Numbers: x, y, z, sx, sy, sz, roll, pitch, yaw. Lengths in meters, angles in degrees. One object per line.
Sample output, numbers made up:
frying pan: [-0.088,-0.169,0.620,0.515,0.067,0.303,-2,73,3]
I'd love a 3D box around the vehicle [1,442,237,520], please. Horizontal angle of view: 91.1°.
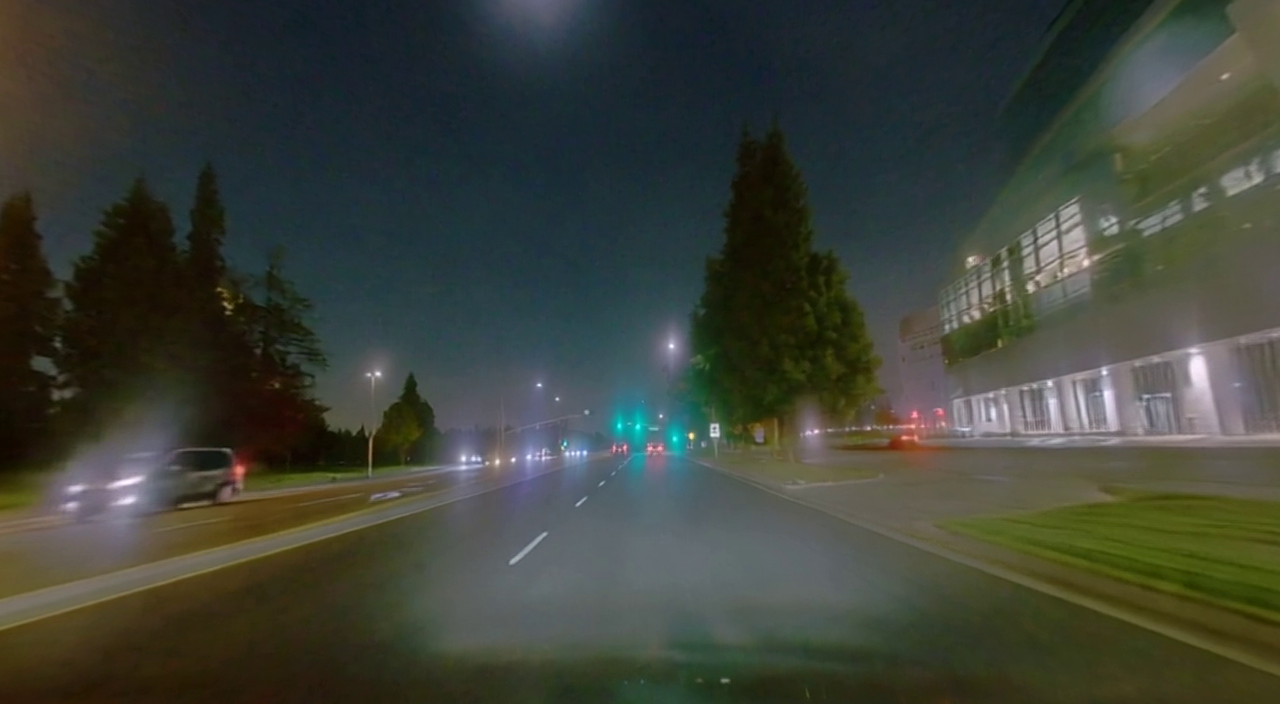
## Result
vehicle: [-13.486,3.311,16.798,2.145,1.754,4.777,0,-8,1]
